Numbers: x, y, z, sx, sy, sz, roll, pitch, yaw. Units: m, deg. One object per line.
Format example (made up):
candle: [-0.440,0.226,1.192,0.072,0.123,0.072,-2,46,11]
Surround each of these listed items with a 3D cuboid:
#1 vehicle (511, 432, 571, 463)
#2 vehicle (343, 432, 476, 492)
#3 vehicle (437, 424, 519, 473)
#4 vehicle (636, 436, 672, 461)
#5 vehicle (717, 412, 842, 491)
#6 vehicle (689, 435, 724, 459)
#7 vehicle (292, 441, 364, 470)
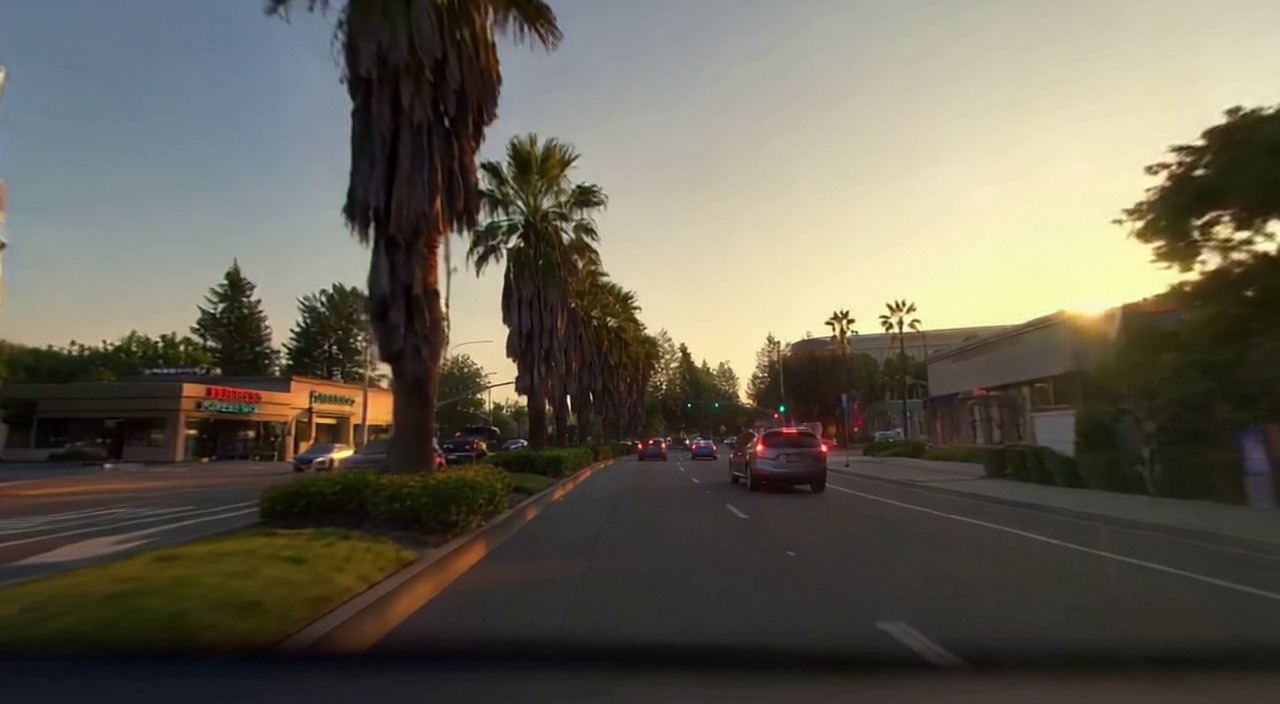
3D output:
vehicle: [-5.794,5.663,37.546,2.088,1.746,4.650,-2,-8,10]
vehicle: [-6.444,3.137,18.420,1.935,1.483,4.973,0,-8,1]
vehicle: [-6.819,4.122,27.173,2.127,1.888,4.637,-1,-8,2]
vehicle: [0.924,6.049,39.782,2.057,1.492,3.825,-1,-8,4]
vehicle: [3.752,2.818,18.152,2.267,1.931,5.145,0,-8,-2]
vehicle: [4.506,6.503,43.430,2.149,1.532,4.168,-1,-8,2]
vehicle: [-19.685,6.545,40.088,1.978,1.693,4.463,-1,-8,6]
